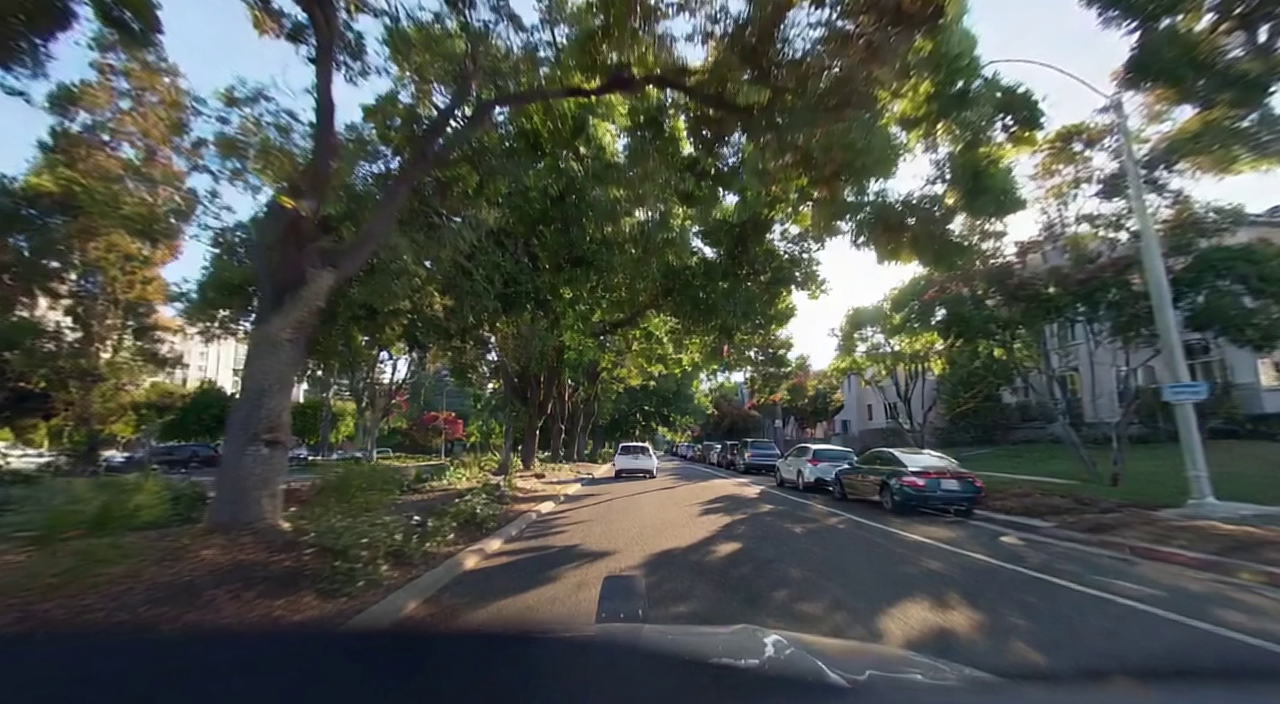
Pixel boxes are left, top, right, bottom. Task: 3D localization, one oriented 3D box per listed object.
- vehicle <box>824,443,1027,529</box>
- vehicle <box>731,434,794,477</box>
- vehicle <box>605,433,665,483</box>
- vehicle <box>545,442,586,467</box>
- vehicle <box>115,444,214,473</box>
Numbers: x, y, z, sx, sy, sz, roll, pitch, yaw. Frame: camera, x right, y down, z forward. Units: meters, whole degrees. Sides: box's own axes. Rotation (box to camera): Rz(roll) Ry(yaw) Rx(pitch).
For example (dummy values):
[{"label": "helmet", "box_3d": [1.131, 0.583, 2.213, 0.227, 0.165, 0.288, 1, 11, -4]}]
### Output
[{"label": "vehicle", "box_3d": [5.774, 2.737, 13.669, 1.903, 1.491, 4.999, 0, -8, -2]}, {"label": "vehicle", "box_3d": [5.811, 4.961, 30.543, 2.139, 1.872, 4.585, 0, -8, 1]}, {"label": "vehicle", "box_3d": [-0.208, 3.933, 23.789, 2.070, 1.698, 3.925, 0, -8, -1]}, {"label": "vehicle", "box_3d": [-4.591, 6.394, 39.621, 2.105, 1.474, 4.808, 0, -8, -1]}, {"label": "vehicle", "box_3d": [-34.527, 7.702, 45.954, 5.329, 2.013, 2.242, 0, -8, 1]}]
